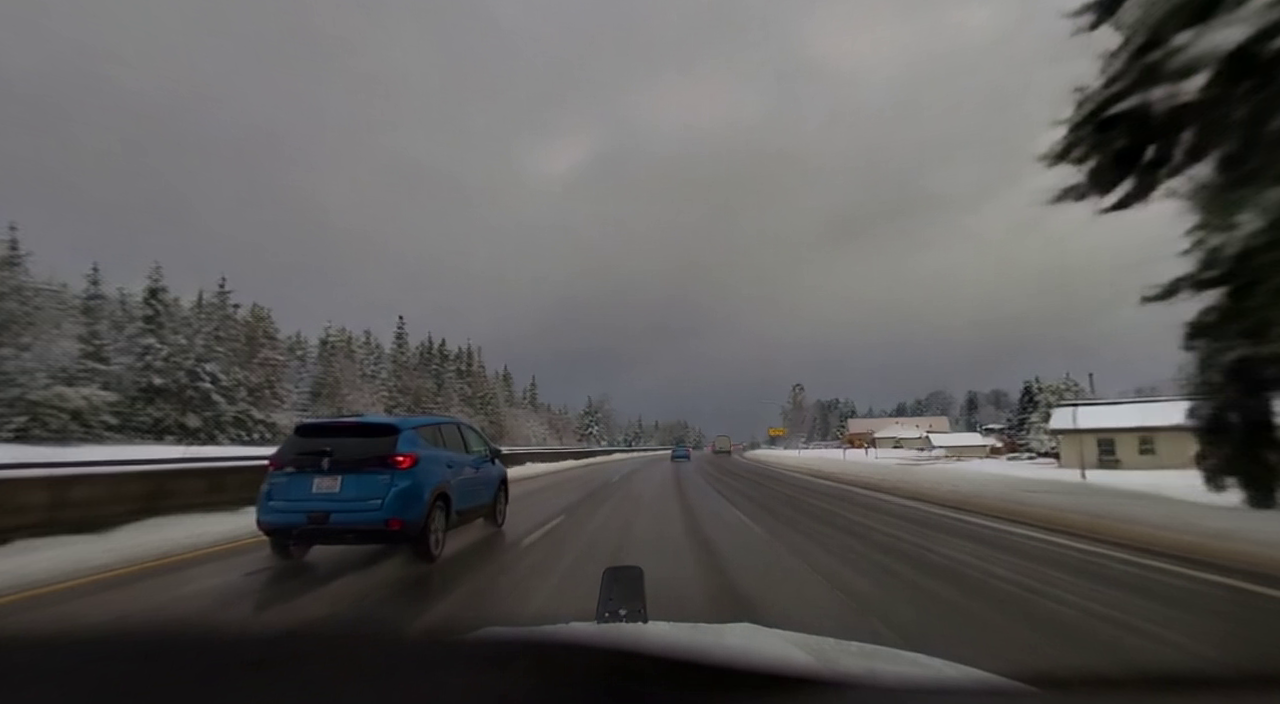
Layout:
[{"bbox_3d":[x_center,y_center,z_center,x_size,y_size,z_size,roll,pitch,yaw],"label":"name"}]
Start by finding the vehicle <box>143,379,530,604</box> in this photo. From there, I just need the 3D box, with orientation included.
[{"bbox_3d":[-2.913,1.498,7.656,2.185,1.823,4.854,0,-9,1],"label":"vehicle"}]

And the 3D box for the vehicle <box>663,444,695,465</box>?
[{"bbox_3d":[2.739,7.256,44.773,2.158,1.458,3.656,0,-9,3],"label":"vehicle"}]
